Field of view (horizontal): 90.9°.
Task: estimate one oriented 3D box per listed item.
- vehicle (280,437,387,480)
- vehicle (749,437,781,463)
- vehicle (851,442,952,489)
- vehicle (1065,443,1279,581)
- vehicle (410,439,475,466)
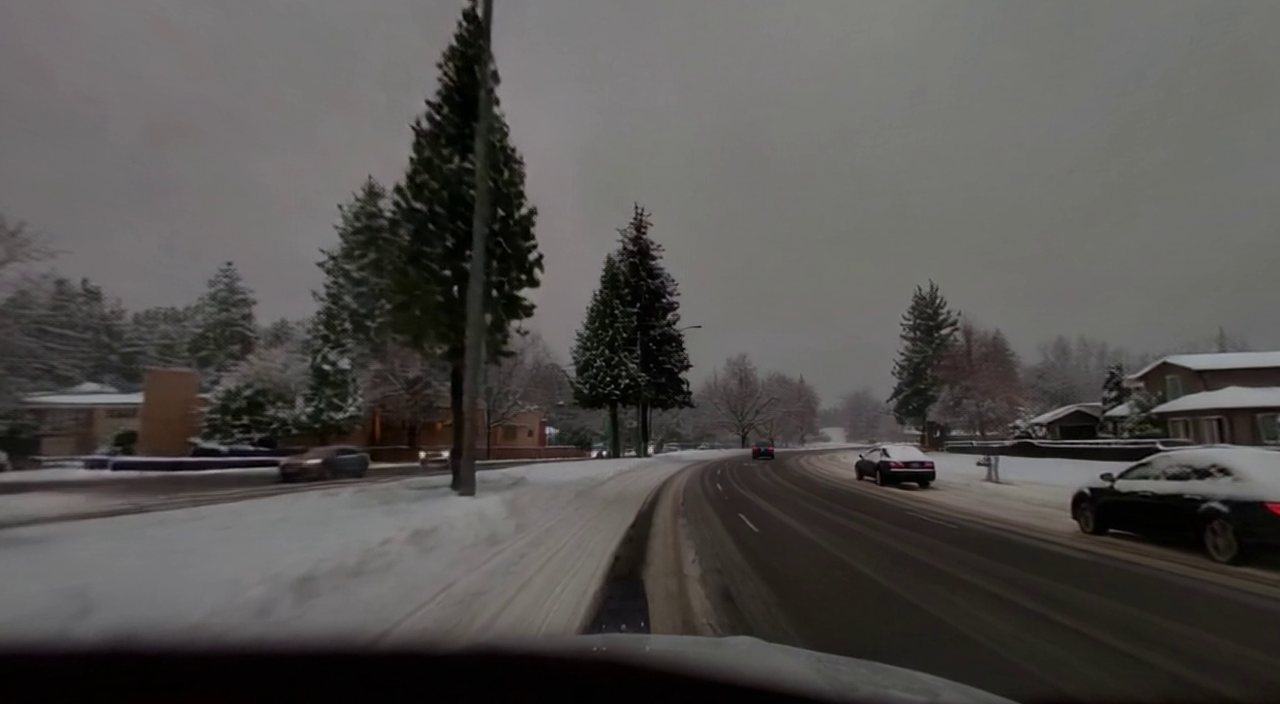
[{"bbox_3d":[-11.245,3.911,23.452,1.764,1.457,3.794,-1,-8,6],"label":"vehicle"},{"bbox_3d":[8.494,6.688,43.089,1.991,1.684,4.127,-1,-8,10],"label":"vehicle"},{"bbox_3d":[8.890,3.850,21.859,1.855,1.444,4.389,0,-8,4],"label":"vehicle"},{"bbox_3d":[7.442,1.792,7.539,1.783,1.386,4.433,0,-8,3],"label":"vehicle"},{"bbox_3d":[-12.955,6.614,41.702,1.952,1.686,4.494,-2,-8,15],"label":"vehicle"}]
